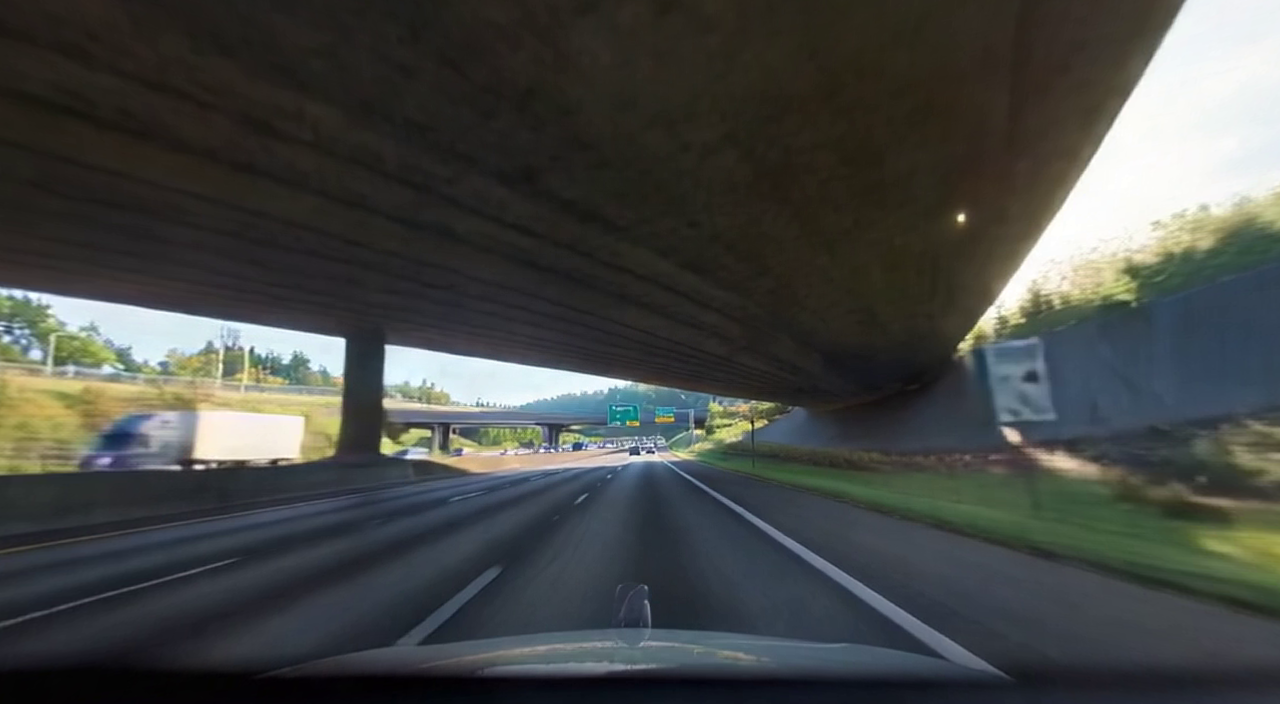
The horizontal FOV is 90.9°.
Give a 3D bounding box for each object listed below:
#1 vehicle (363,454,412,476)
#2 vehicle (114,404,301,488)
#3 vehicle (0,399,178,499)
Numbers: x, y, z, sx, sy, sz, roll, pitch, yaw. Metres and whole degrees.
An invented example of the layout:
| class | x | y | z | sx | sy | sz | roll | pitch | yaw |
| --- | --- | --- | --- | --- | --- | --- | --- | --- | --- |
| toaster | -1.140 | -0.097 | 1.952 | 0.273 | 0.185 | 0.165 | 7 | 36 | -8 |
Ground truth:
| class | x | y | z | sx | sy | sz | roll | pitch | yaw |
| --- | --- | --- | --- | --- | --- | --- | --- | --- | --- |
| vehicle | -18.504 | 8.294 | 46.368 | 1.824 | 1.451 | 4.072 | 0 | -9 | 1 |
| vehicle | -22.853 | 5.139 | 34.372 | 2.774 | 3.852 | 10.034 | 0 | -9 | 1 |
| vehicle | -22.918 | 4.014 | 26.063 | 2.890 | 3.621 | 5.939 | 0 | -9 | 0 |
